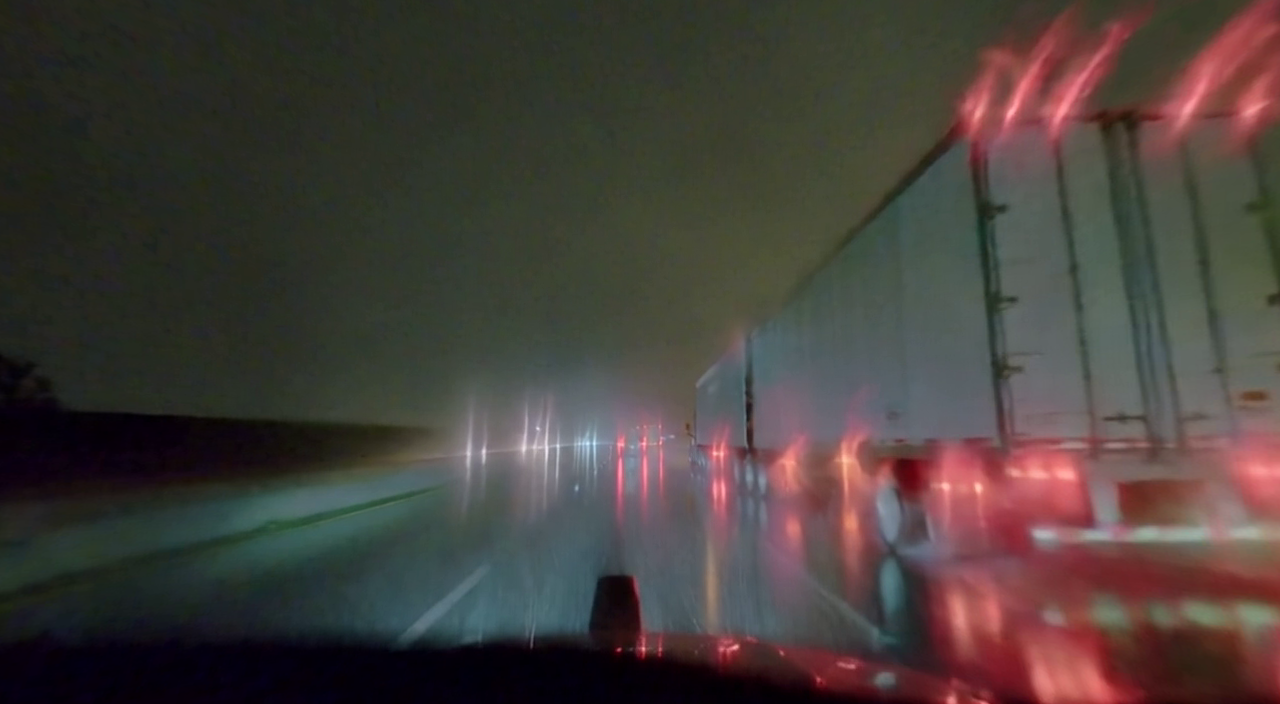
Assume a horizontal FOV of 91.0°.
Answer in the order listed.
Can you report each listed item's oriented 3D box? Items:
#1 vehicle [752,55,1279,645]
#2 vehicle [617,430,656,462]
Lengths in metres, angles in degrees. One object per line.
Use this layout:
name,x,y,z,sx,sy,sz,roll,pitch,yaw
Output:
vehicle,3.872,0.454,8.498,2.967,3.961,8.660,-1,-8,-1
vehicle,-0.271,6.333,42.698,2.456,2.007,4.728,-1,-8,-1
